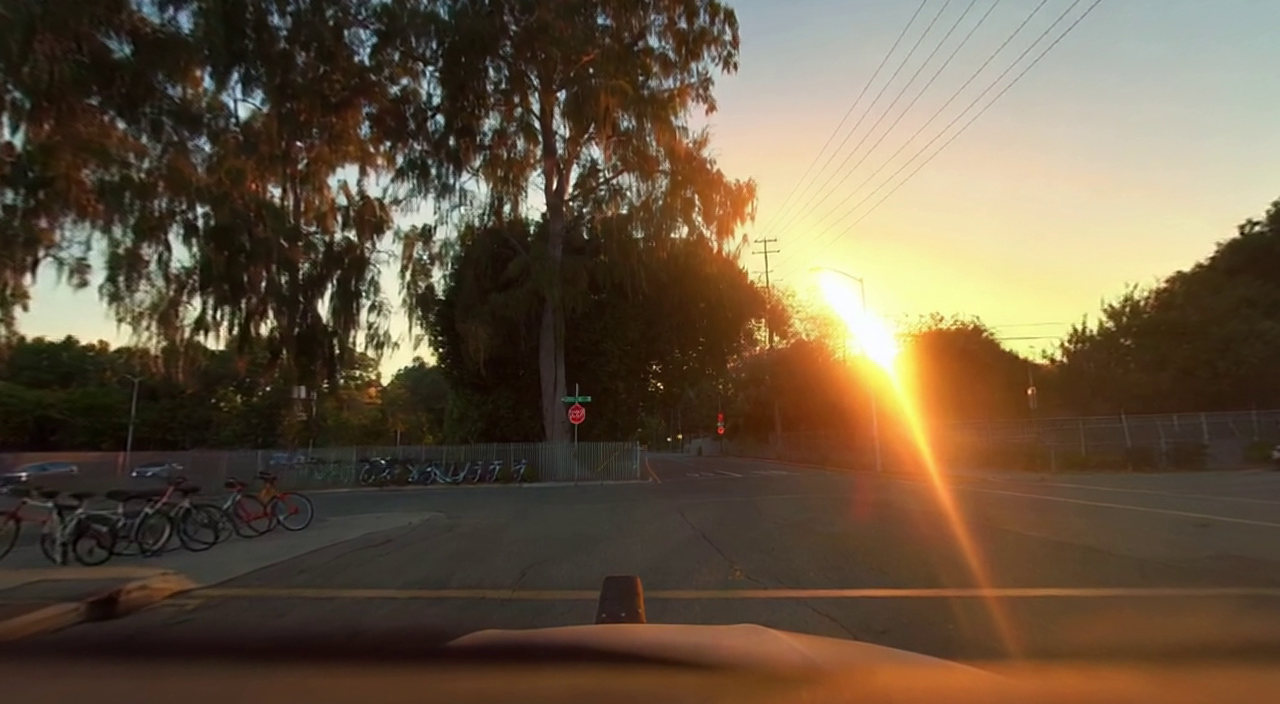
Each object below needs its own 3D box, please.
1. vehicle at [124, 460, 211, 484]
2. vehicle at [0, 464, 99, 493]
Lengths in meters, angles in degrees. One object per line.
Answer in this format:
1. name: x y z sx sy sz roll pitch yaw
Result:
1. vehicle: -33.679 8.543 45.131 4.569 1.558 1.903 0 -9 -6
2. vehicle: -34.130 7.232 36.338 4.210 1.528 1.932 0 -9 0
